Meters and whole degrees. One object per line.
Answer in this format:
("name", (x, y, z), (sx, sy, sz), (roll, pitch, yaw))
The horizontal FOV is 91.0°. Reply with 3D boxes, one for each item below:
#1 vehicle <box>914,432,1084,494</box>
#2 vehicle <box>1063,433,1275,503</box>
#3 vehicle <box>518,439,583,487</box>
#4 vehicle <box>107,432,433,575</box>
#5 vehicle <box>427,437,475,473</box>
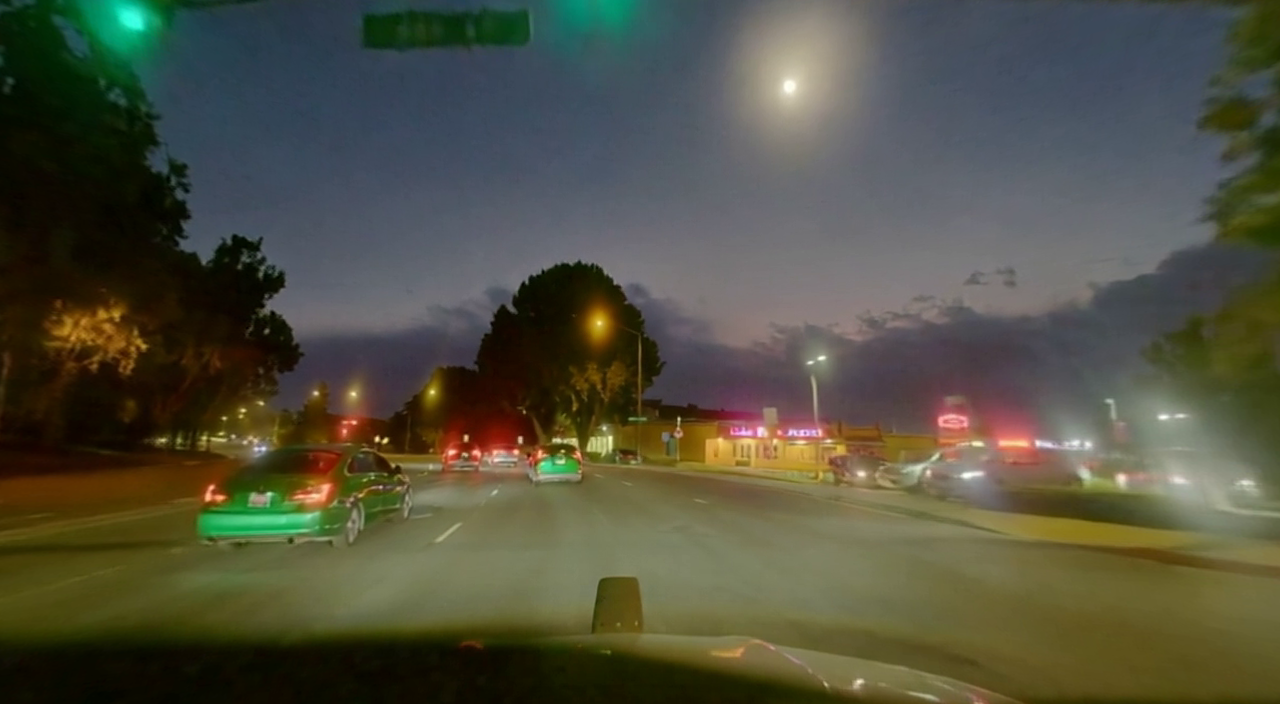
("vehicle", (9.918, 3.088, 17.963), (1.919, 1.489, 4.889), (0, -8, -1))
("vehicle", (12.594, 2.761, 15.390), (1.762, 1.453, 3.976), (-1, -8, 1))
("vehicle", (-3.263, 3.859, 22.286), (2.001, 1.483, 4.442), (1, -8, -11))
("vehicle", (-4.738, 1.965, 9.196), (2.105, 1.477, 4.857), (0, -8, -4))
("vehicle", (-9.061, 4.945, 30.398), (2.042, 1.593, 3.956), (2, -9, -15))
